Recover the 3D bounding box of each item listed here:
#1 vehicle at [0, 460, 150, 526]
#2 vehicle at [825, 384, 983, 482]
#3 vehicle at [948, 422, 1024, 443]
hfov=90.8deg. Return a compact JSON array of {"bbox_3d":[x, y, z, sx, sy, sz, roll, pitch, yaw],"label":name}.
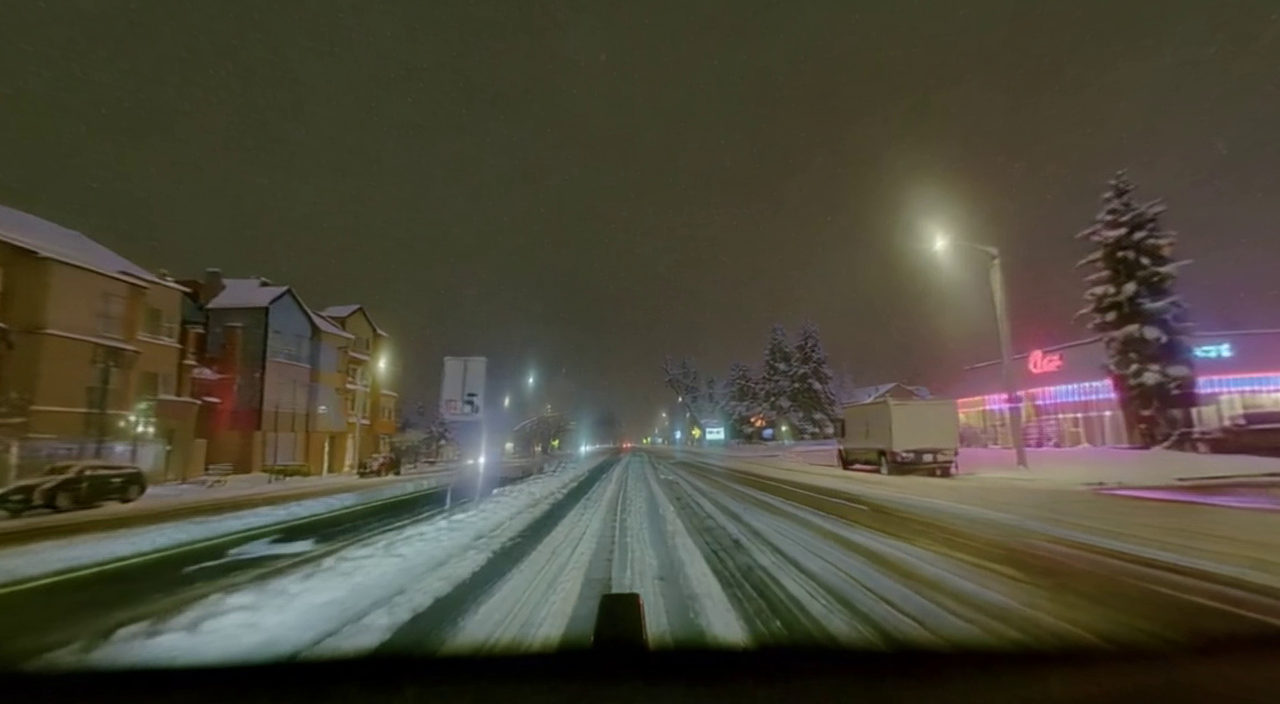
[{"bbox_3d":[-19.364,4.646,21.235,2.042,1.773,4.914,-4,-8,-2],"label":"vehicle"},{"bbox_3d":[9.764,3.151,24.465,2.917,3.205,6.985,0,-8,-1],"label":"vehicle"},{"bbox_3d":[25.498,5.999,46.740,1.868,1.458,4.609,5,-10,-27],"label":"vehicle"}]
